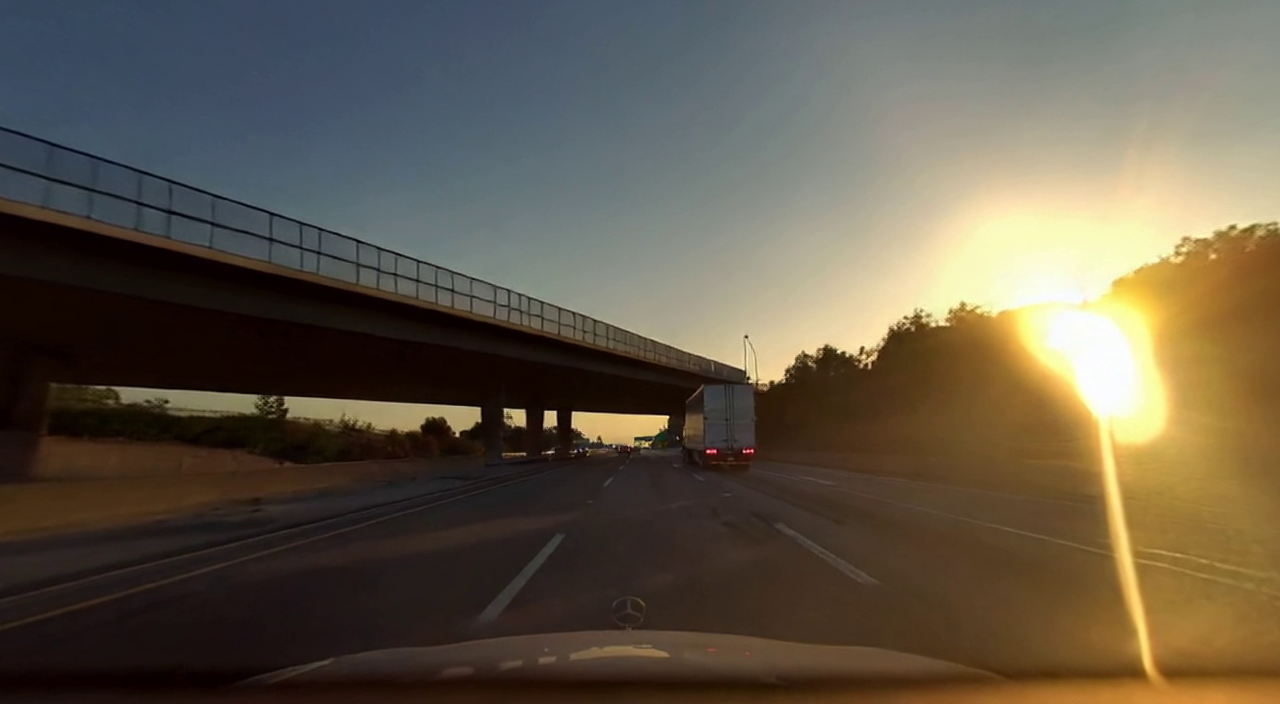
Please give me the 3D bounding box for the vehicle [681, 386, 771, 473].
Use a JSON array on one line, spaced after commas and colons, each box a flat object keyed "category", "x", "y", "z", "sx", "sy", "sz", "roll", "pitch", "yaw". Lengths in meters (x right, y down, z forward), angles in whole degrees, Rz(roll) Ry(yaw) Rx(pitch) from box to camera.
[{"category": "vehicle", "x": 4.648, "y": 4.832, "z": 38.109, "sx": 3.187, "sy": 4.197, "sz": 15.004, "roll": 0, "pitch": -8, "yaw": -1}]
